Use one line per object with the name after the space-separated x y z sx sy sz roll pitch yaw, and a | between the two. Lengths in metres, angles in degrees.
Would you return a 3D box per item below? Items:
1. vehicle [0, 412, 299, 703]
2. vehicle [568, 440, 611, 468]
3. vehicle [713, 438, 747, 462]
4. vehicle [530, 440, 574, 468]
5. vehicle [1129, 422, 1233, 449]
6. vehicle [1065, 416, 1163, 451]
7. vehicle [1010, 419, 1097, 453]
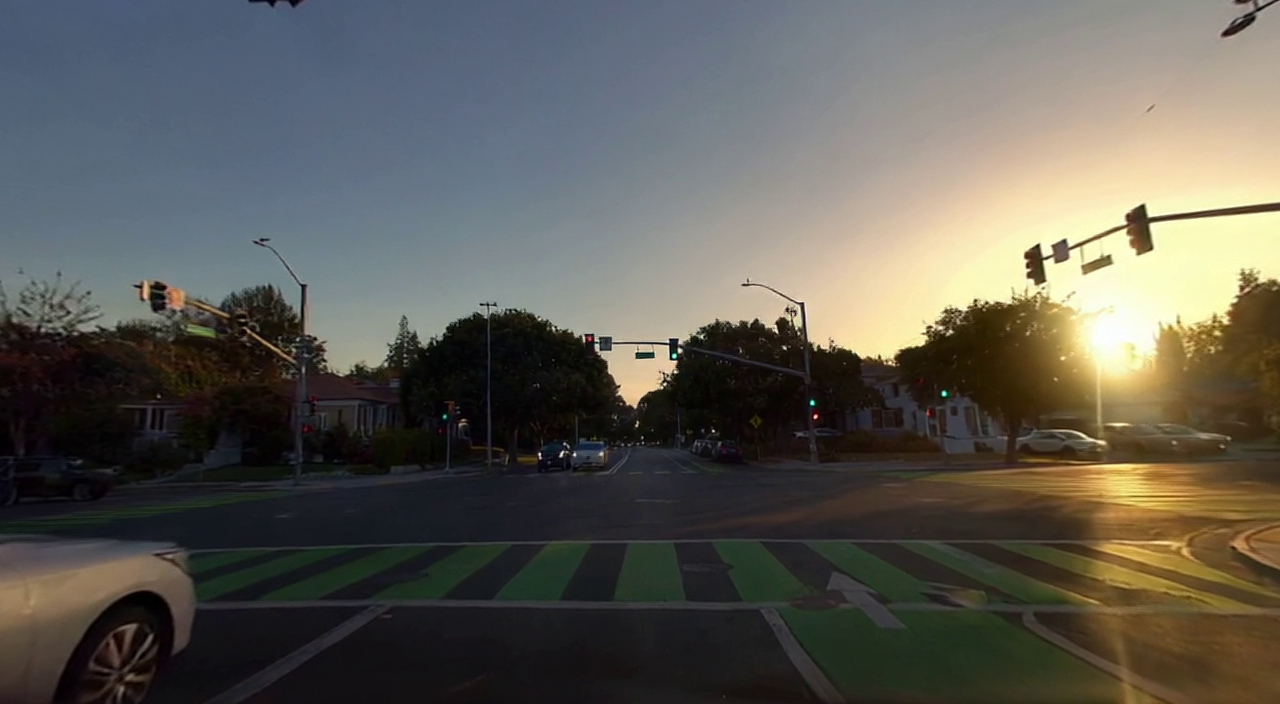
-3.403 0.929 2.012 1.904 1.489 4.746 0 -8 1 | vehicle
-2.862 5.898 36.552 1.982 1.472 4.103 -1 -8 2 | vehicle
6.291 6.890 44.379 1.891 1.584 3.802 0 -8 1 | vehicle
-5.585 6.554 40.521 1.982 1.686 4.195 -1 -8 4 | vehicle
30.240 4.743 35.406 1.837 1.396 4.695 -1 -8 3 | vehicle
26.444 4.633 35.340 2.033 1.821 4.542 0 -8 1 | vehicle
23.270 4.804 35.695 1.964 1.759 4.583 -1 -8 3 | vehicle
